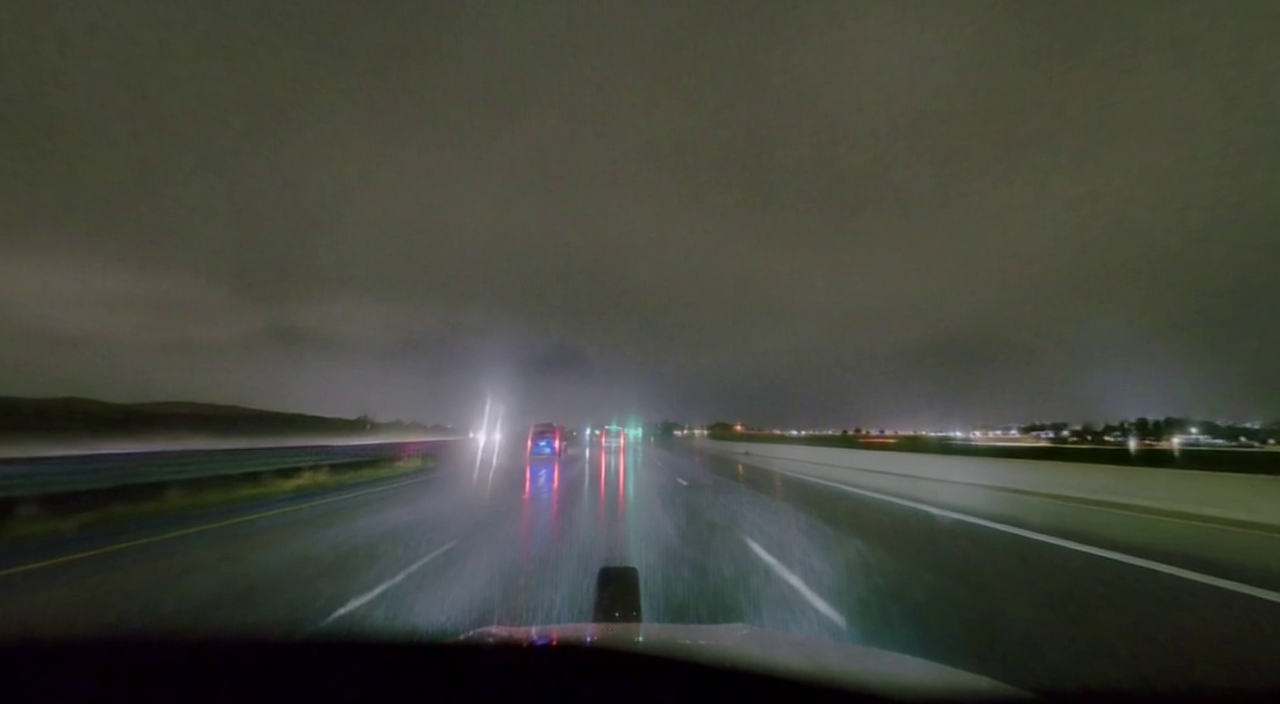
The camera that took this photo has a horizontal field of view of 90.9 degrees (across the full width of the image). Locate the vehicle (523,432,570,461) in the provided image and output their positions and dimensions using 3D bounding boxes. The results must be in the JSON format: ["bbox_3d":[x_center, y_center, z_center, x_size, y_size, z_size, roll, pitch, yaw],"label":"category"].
[{"bbox_3d":[-5.247,5.382,36.108,2.141,1.534,5.099,0,-8,-2],"label":"vehicle"}]
